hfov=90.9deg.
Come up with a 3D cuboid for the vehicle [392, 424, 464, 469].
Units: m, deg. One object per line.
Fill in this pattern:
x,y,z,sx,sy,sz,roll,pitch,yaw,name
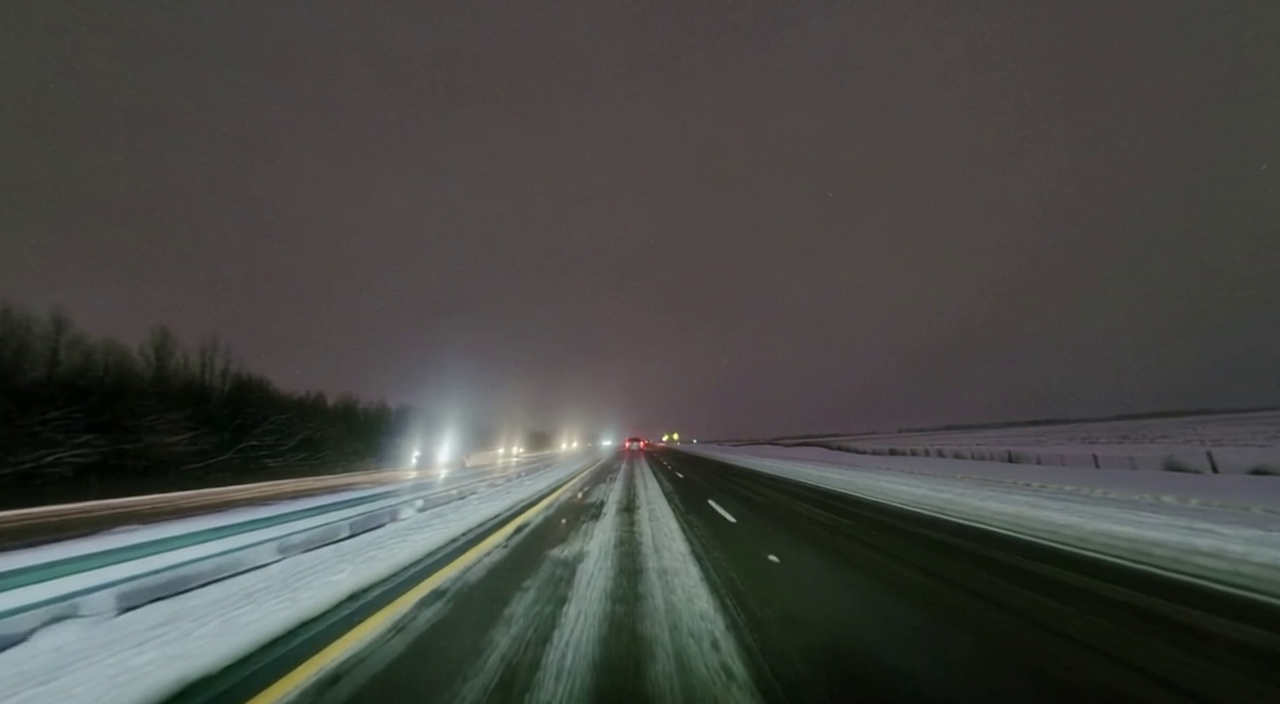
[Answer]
-13.173,5.905,39.714,2.304,2.610,6.728,0,-8,-1,vehicle
